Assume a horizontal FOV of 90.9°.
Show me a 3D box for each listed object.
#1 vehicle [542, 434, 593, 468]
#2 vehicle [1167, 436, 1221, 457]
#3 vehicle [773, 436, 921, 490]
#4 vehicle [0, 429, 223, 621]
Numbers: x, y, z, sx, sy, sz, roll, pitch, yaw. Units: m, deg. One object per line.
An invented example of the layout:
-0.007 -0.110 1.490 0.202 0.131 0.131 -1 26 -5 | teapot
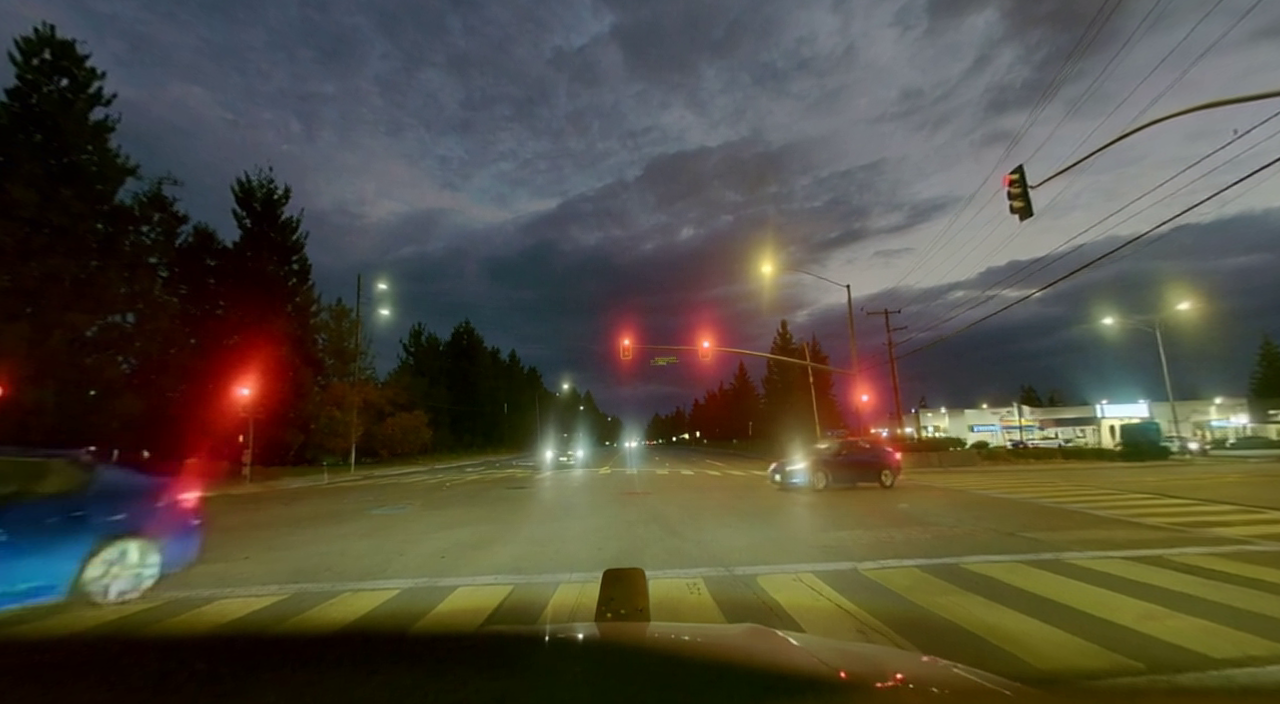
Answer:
-3.673 5.119 32.836 2.140 1.638 4.259 0 -8 0 | vehicle
42.836 7.307 48.706 4.133 1.561 1.824 5 -10 -31 | vehicle
6.510 3.424 19.793 4.377 1.523 1.877 5 -10 -29 | vehicle
-6.052 1.339 4.814 1.864 1.482 4.528 -3 -9 17 | vehicle
